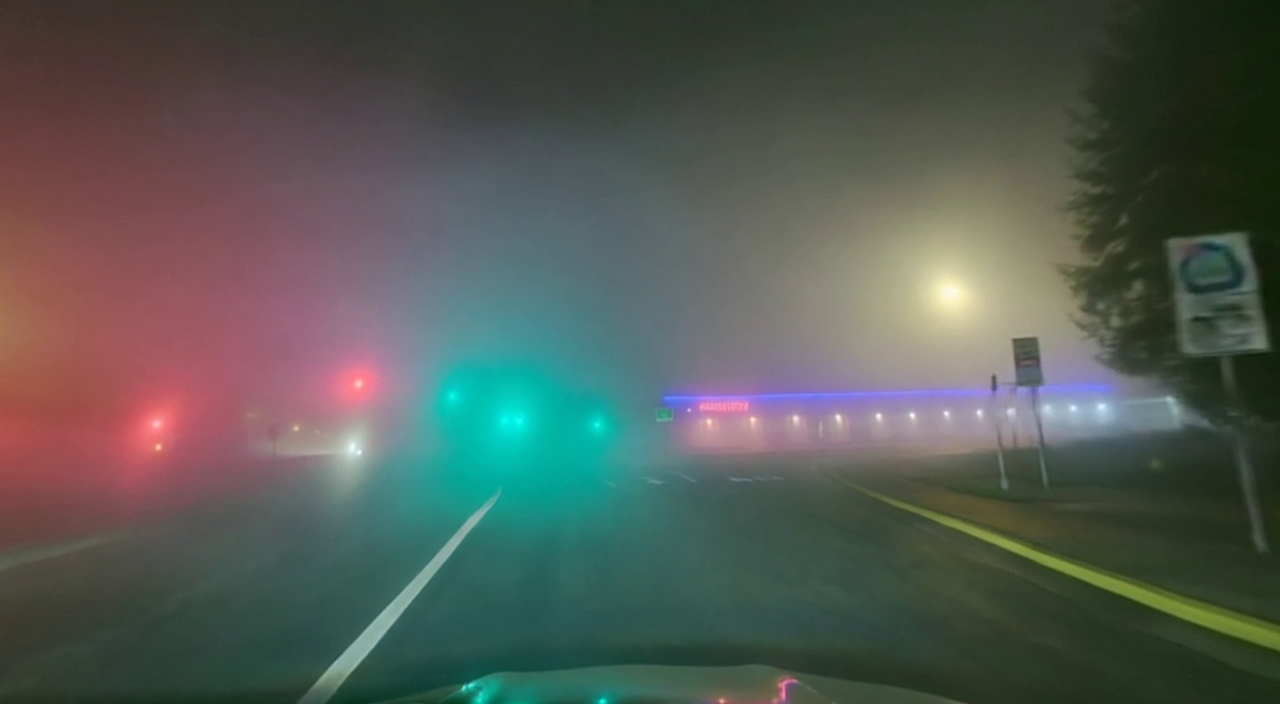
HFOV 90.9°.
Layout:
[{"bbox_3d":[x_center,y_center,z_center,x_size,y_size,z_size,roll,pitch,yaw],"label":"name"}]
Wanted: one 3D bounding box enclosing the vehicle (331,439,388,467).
[{"bbox_3d":[-21.324,7.621,47.699,2.336,1.923,5.570,7,-11,-40],"label":"vehicle"}]
